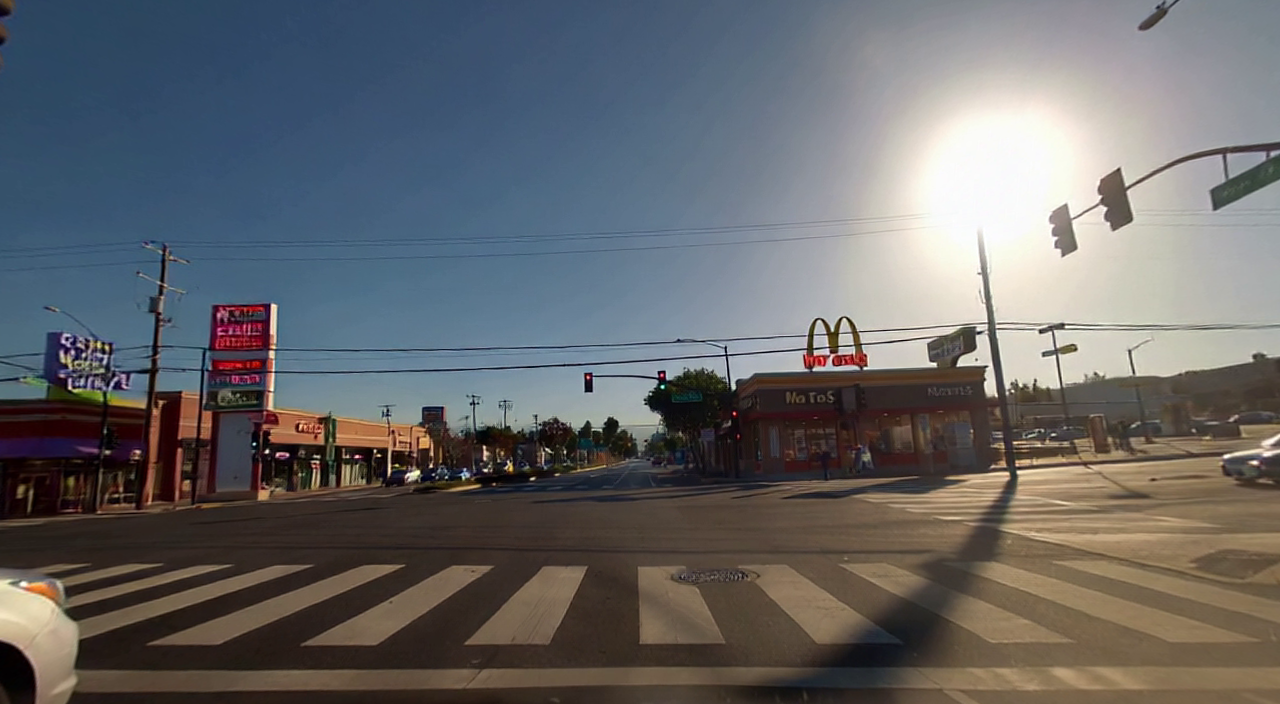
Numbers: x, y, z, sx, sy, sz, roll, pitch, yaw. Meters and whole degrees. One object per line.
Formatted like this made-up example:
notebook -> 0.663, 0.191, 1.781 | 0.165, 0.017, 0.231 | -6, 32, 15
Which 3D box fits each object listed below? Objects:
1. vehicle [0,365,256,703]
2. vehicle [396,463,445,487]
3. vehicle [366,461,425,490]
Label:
vehicle -> -3.409, 0.743, 1.412 | 2.081, 1.644, 4.523 | 0, -9, 2
vehicle -> -15.757, 8.828, 45.407 | 1.931, 1.471, 4.152 | 0, -9, 1
vehicle -> -19.217, 9.717, 49.823 | 2.227, 2.033, 5.614 | 0, -9, 1
